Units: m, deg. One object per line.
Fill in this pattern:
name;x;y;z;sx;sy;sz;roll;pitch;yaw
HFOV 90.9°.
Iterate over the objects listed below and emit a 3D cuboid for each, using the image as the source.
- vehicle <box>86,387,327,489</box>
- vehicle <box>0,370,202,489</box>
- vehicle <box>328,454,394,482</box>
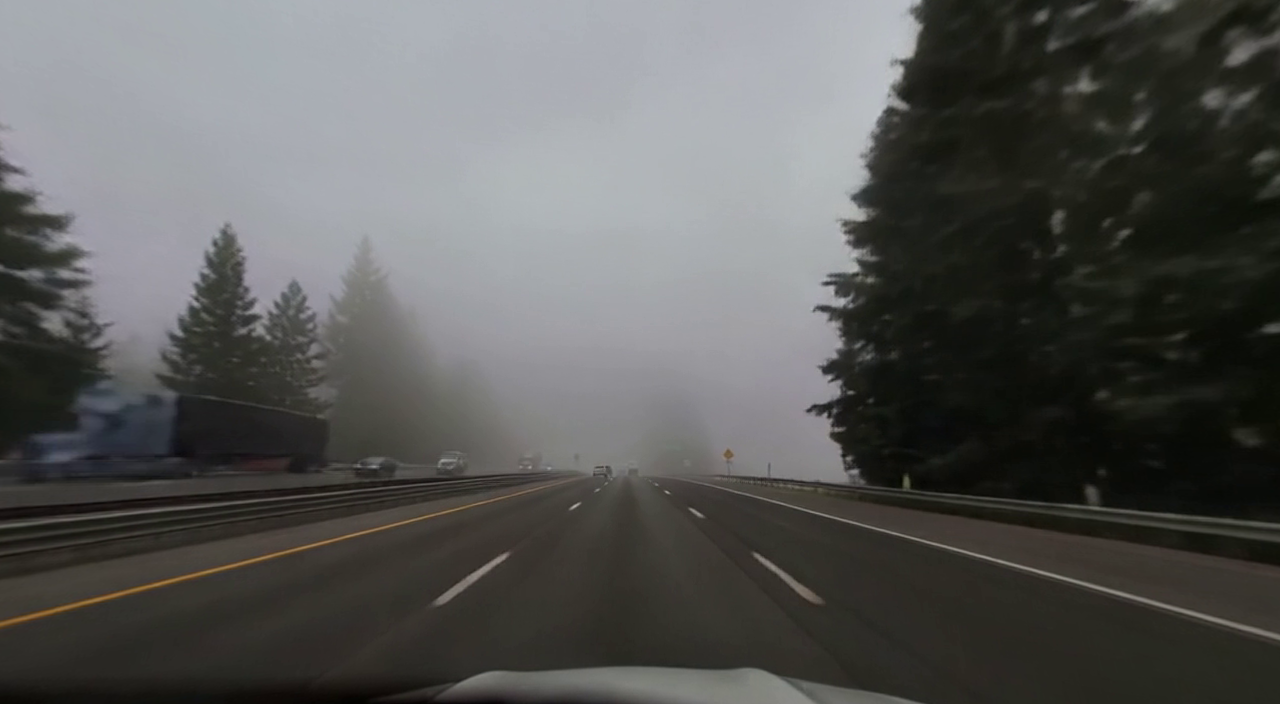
vehicle;-20.725;4.665;32.104;2.857;4.033;13.842;1;-10;-2
vehicle;-20.513;3.120;24.143;2.999;3.965;5.891;1;-10;-1
vehicle;-16.172;6.783;36.812;1.802;1.466;4.561;1;-10;-1
